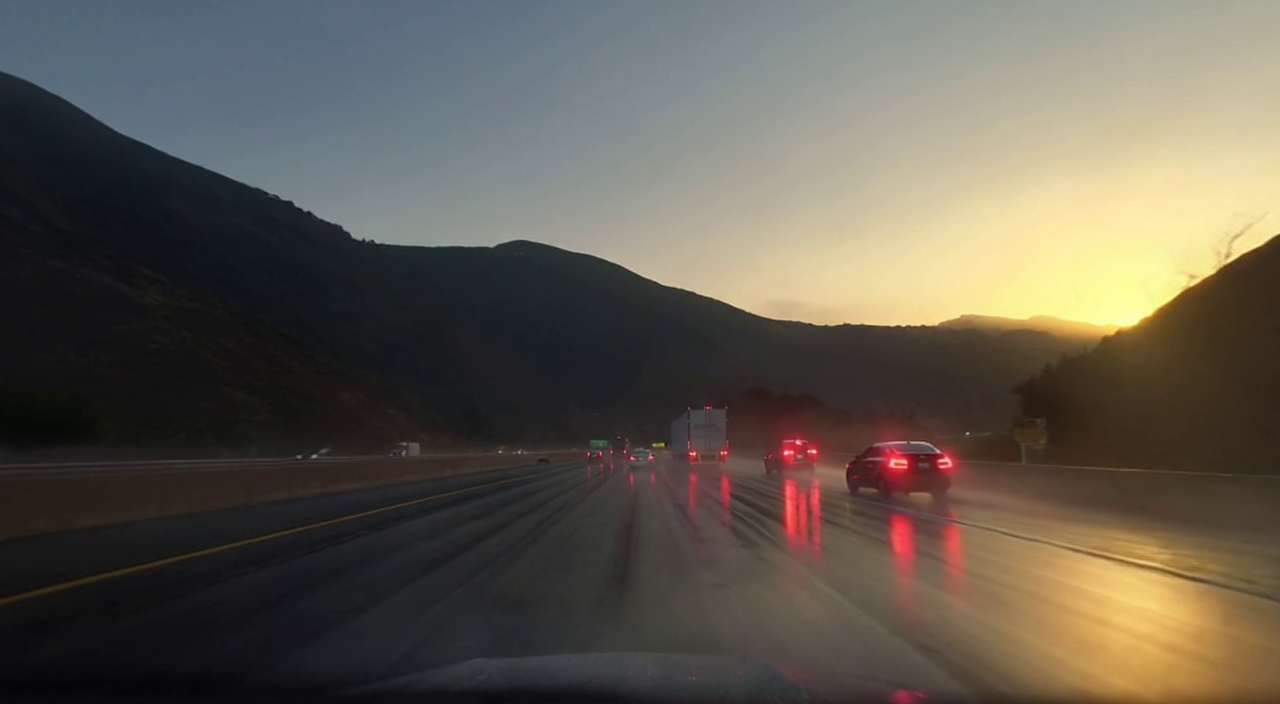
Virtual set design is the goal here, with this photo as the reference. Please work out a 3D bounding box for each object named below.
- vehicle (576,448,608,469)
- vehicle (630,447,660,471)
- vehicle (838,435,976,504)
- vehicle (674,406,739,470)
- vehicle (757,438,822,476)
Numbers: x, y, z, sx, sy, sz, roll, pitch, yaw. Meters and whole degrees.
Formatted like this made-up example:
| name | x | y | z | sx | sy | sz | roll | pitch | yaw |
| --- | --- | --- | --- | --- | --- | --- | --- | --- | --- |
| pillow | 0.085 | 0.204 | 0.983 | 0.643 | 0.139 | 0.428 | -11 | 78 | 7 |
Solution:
| name | x | y | z | sx | sy | sz | roll | pitch | yaw |
| --- | --- | --- | --- | --- | --- | --- | --- | --- | --- |
| vehicle | -3.592 | 8.058 | 47.913 | 2.132 | 1.506 | 4.256 | 0 | -9 | 0 |
| vehicle | 0.329 | 6.908 | 40.864 | 1.866 | 1.492 | 3.932 | 0 | -9 | 0 |
| vehicle | 7.299 | 3.239 | 17.813 | 2.044 | 1.676 | 4.421 | 0 | -9 | 1 |
| vehicle | 4.049 | 5.699 | 41.318 | 3.130 | 3.607 | 11.129 | 0 | -9 | 0 |
| vehicle | 7.586 | 5.364 | 32.446 | 2.143 | 1.775 | 4.729 | 0 | -9 | 0 |
